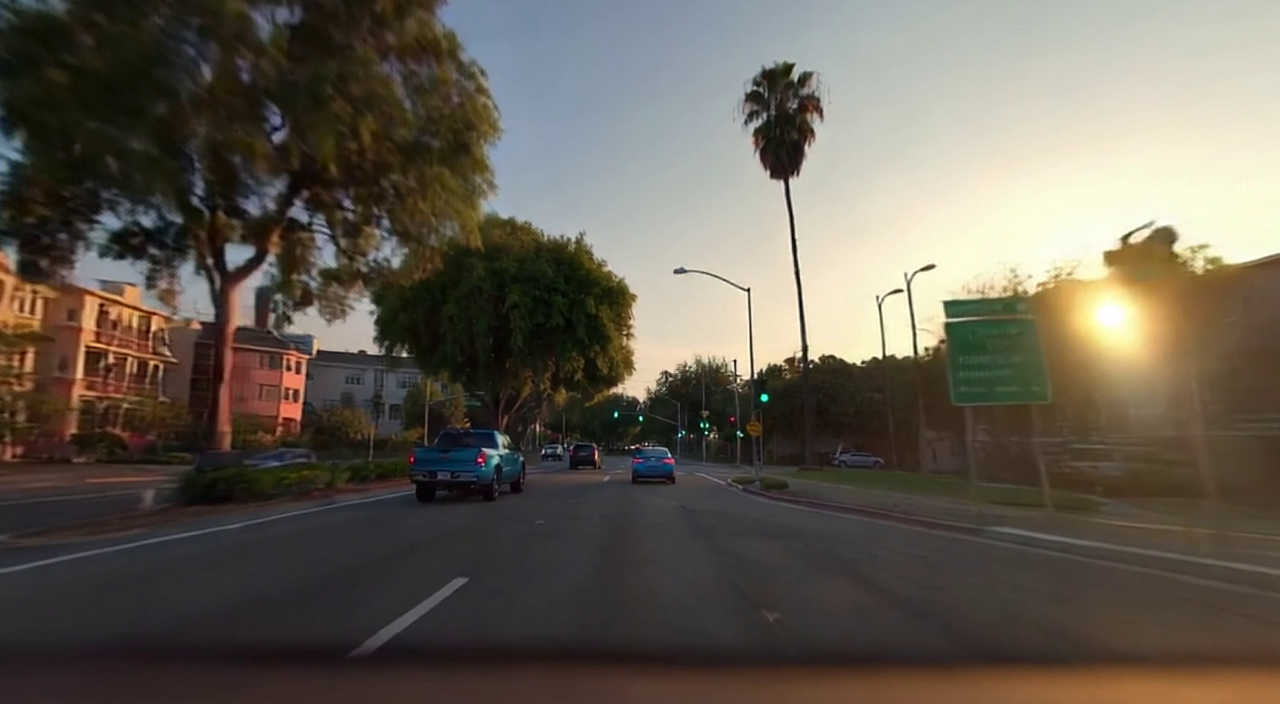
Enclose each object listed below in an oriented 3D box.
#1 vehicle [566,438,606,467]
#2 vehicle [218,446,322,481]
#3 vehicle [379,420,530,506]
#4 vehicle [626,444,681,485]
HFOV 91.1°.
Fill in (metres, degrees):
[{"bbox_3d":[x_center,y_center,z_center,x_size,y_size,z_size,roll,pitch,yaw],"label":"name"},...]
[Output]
[{"bbox_3d":[-4.102,7.768,48.778,2.447,2.062,5.911,0,-9,1],"label":"vehicle"},{"bbox_3d":[-18.144,5.488,31.137,2.056,1.573,4.733,0,-9,3],"label":"vehicle"},{"bbox_3d":[-4.696,2.963,17.195,2.187,1.904,6.103,0,-9,1],"label":"vehicle"},{"bbox_3d":[0.597,4.671,26.386,2.122,1.562,4.152,0,-9,2],"label":"vehicle"}]
